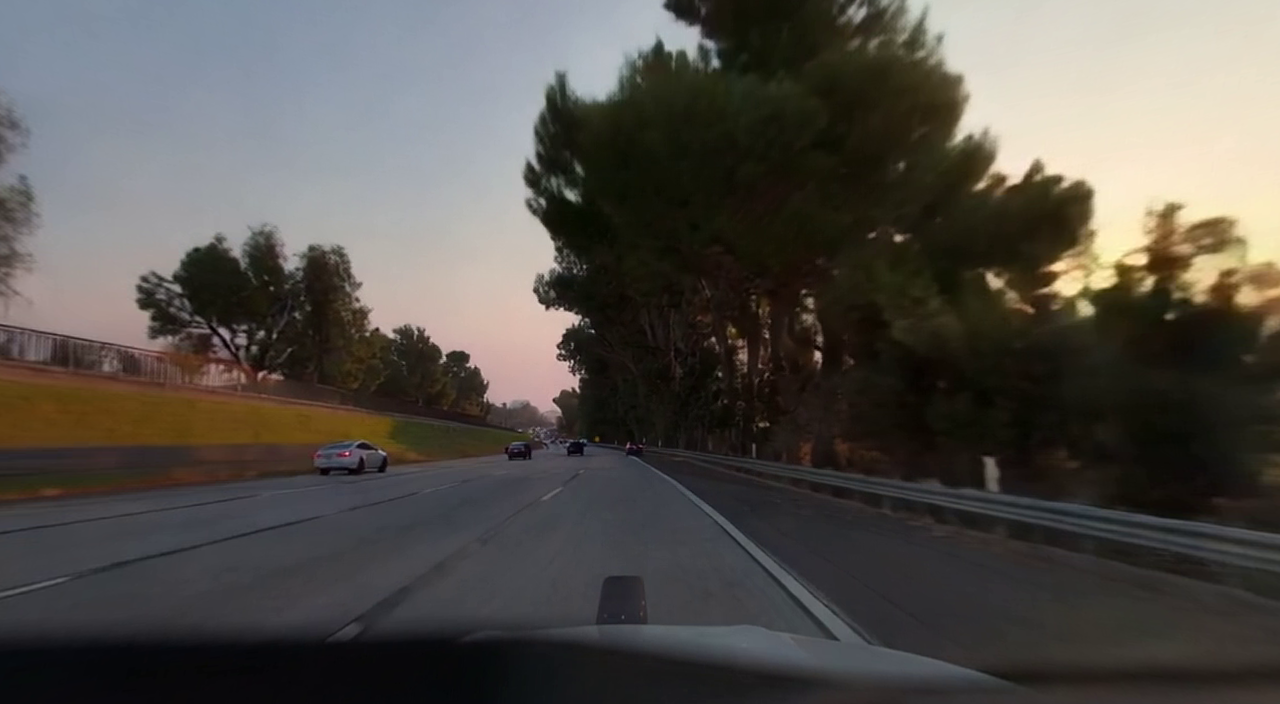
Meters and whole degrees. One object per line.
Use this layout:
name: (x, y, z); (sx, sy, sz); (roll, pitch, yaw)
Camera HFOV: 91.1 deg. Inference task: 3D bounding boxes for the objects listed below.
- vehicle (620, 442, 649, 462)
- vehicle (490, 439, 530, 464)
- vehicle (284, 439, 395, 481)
vehicle: (-0.470, 7.610, 48.026); (2.060, 1.465, 3.974); (0, -8, -3)
vehicle: (-9.099, 7.020, 44.386); (2.015, 1.651, 4.432); (0, -8, -2)
vehicle: (-11.778, 4.245, 25.029); (2.056, 1.489, 4.852); (0, -8, -1)
